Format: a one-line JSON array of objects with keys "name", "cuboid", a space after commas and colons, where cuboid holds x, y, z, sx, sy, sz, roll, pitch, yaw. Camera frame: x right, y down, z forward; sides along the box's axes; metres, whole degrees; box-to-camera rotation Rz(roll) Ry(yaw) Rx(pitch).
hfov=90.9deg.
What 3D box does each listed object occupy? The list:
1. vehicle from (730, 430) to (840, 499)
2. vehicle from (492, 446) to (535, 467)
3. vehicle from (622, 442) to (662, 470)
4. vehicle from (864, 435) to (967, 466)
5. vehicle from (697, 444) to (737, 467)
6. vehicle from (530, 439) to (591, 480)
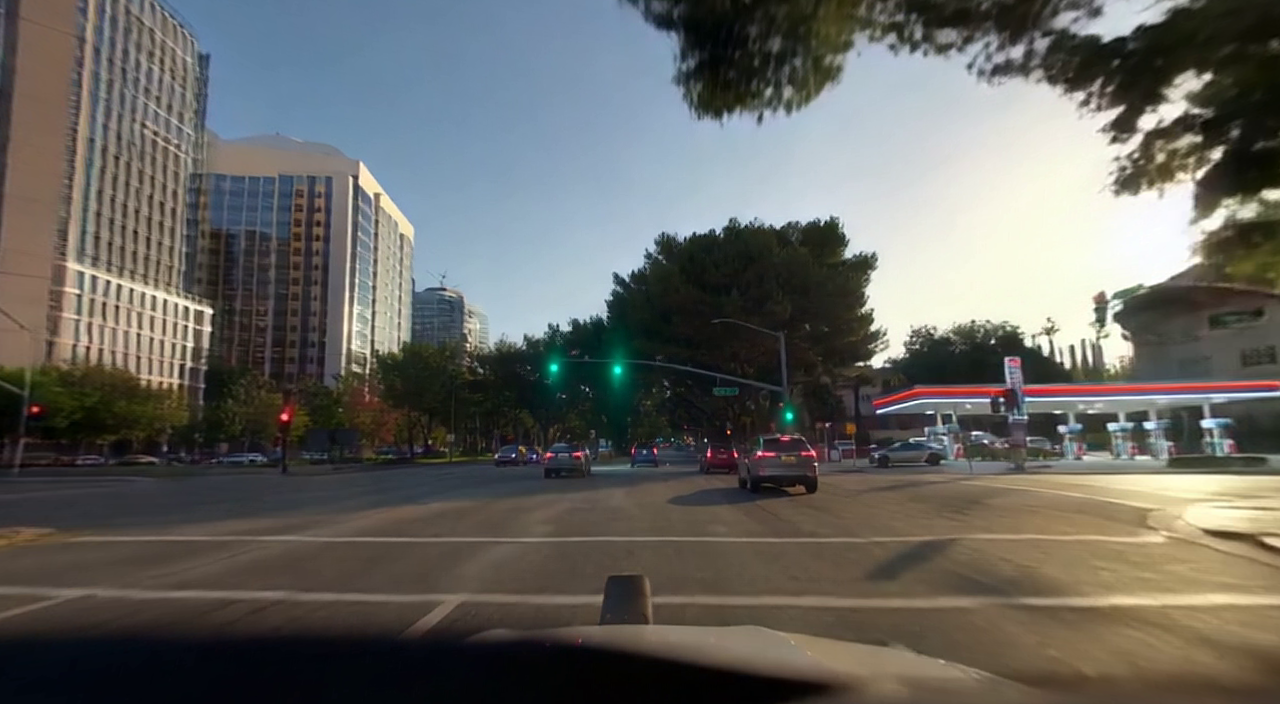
[{"name": "vehicle", "cuboid": [3.899, 3.108, 17.753, 2.022, 1.683, 4.171, 0, -8, -1]}, {"name": "vehicle", "cuboid": [-9.091, 7.552, 45.733, 2.023, 1.433, 4.699, -1, -8, 2]}, {"name": "vehicle", "cuboid": [0.115, 5.914, 36.014, 2.104, 1.477, 4.591, 0, -8, 0]}, {"name": "vehicle", "cuboid": [18.333, 6.572, 42.094, 5.585, 1.866, 2.607, -1, -9, -3]}, {"name": "vehicle", "cuboid": [5.112, 6.962, 42.567, 2.174, 1.462, 4.400, 0, -8, 0]}, {"name": "vehicle", "cuboid": [-3.304, 4.564, 26.989, 2.023, 1.607, 4.086, 0, -8, 1]}]
